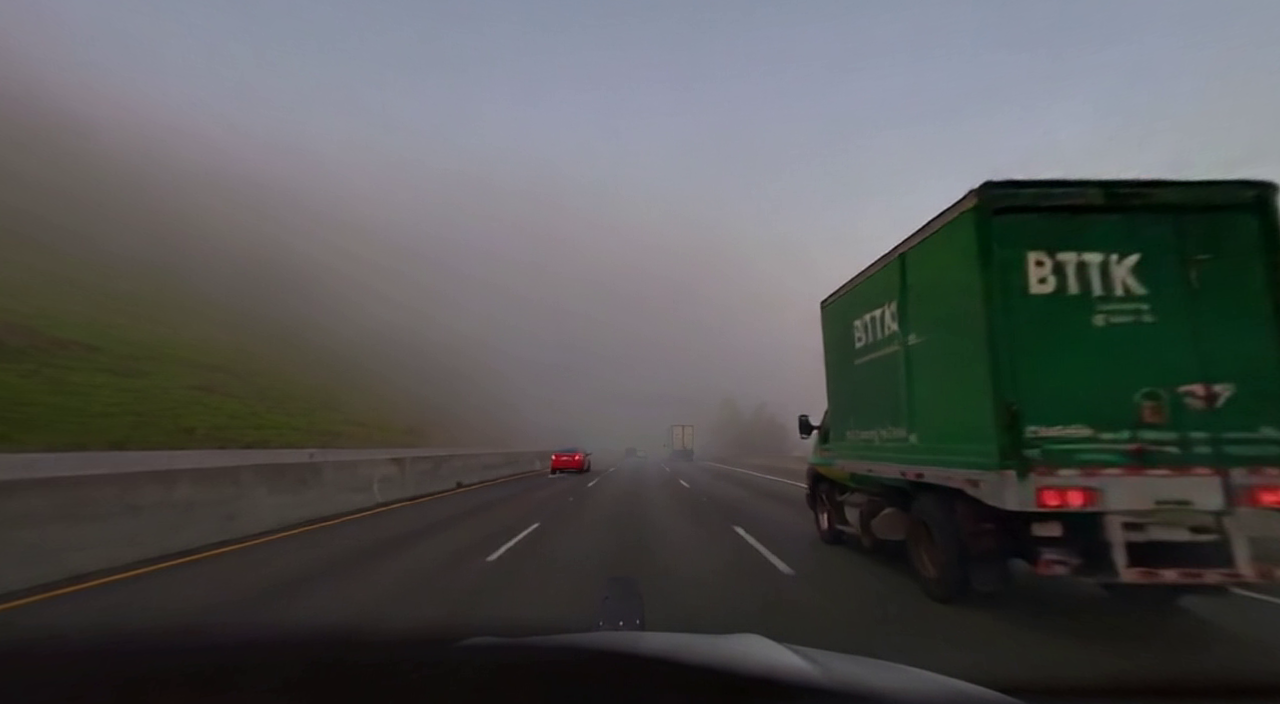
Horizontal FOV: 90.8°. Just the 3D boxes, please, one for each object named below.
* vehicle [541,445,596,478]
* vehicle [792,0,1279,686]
[{"bbox_3d":[-3.521,5.524,32.066,2.060,1.475,5.314,0,-9,1],"label":"vehicle"},{"bbox_3d":[3.999,0.249,6.758,2.999,4.023,6.337,0,-9,-1],"label":"vehicle"}]
